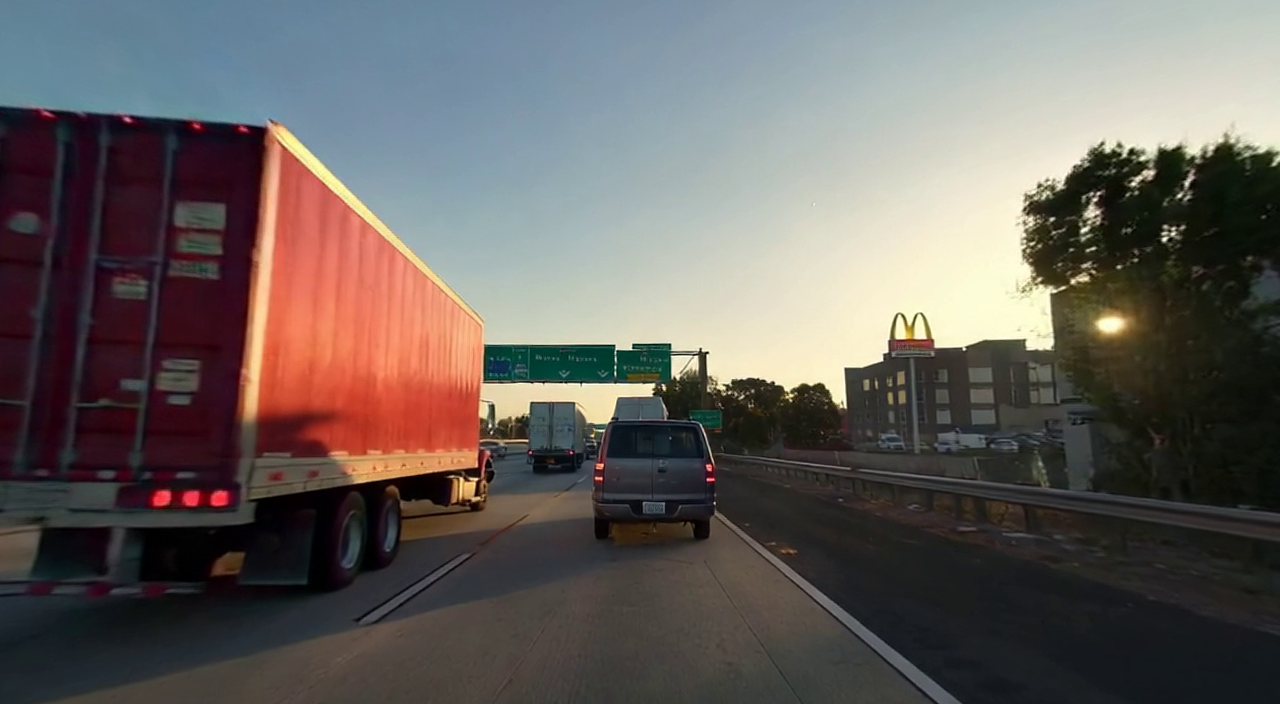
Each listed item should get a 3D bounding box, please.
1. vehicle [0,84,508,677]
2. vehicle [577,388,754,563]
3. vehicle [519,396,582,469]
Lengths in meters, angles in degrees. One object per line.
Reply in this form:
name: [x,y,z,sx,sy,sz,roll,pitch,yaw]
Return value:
vehicle: [-3.971,0.689,7.931,2.814,3.513,8.529,0,-9,-1]
vehicle: [0.191,1.661,9.052,1.947,1.910,4.040,0,-9,-3]
vehicle: [-4.854,4.699,36.071,2.617,3.604,9.499,0,-9,-3]
